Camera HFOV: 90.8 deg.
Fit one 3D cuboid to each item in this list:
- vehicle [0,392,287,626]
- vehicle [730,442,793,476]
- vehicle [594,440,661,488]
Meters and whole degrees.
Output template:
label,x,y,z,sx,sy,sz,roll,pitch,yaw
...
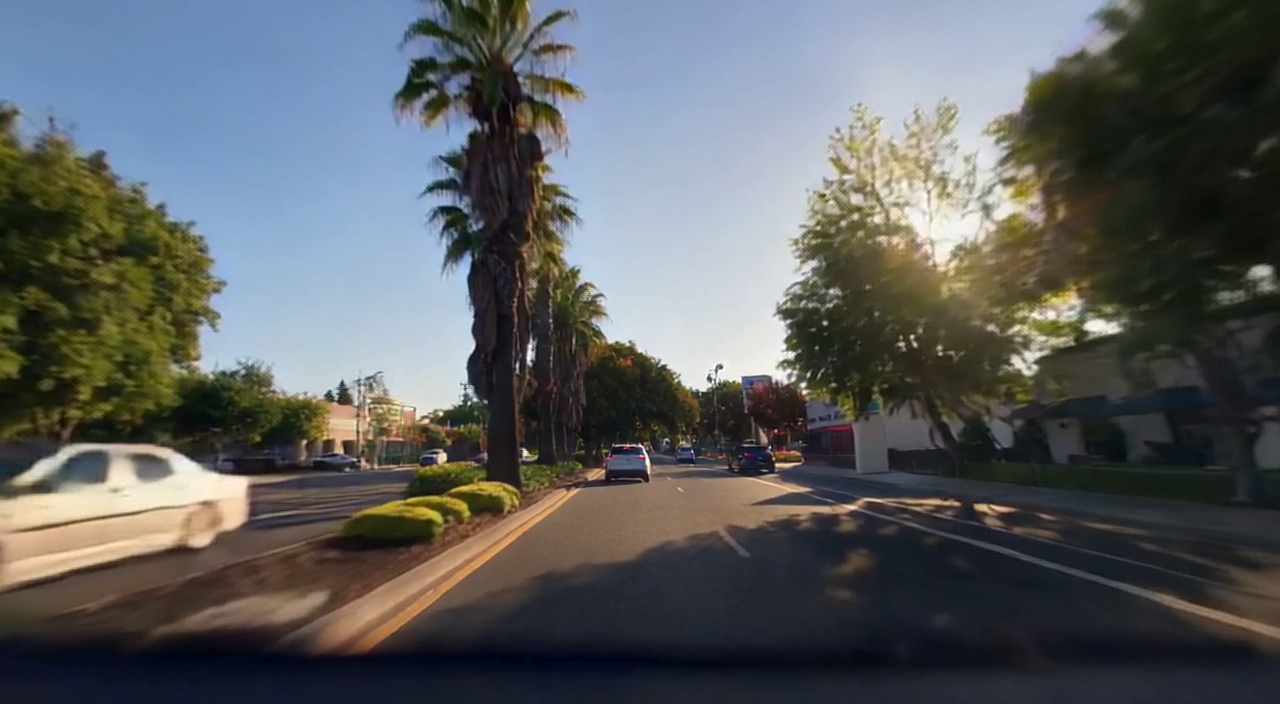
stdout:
label,x,y,z,sx,sy,sz,roll,pitch,yaw
vehicle,-5.889,1.440,6.469,2.156,1.702,4.379,0,-9,-3
vehicle,6.150,5.470,32.580,2.244,1.618,4.585,0,-9,-2
vehicle,-0.395,3.865,21.999,2.106,1.496,3.964,0,-9,0
